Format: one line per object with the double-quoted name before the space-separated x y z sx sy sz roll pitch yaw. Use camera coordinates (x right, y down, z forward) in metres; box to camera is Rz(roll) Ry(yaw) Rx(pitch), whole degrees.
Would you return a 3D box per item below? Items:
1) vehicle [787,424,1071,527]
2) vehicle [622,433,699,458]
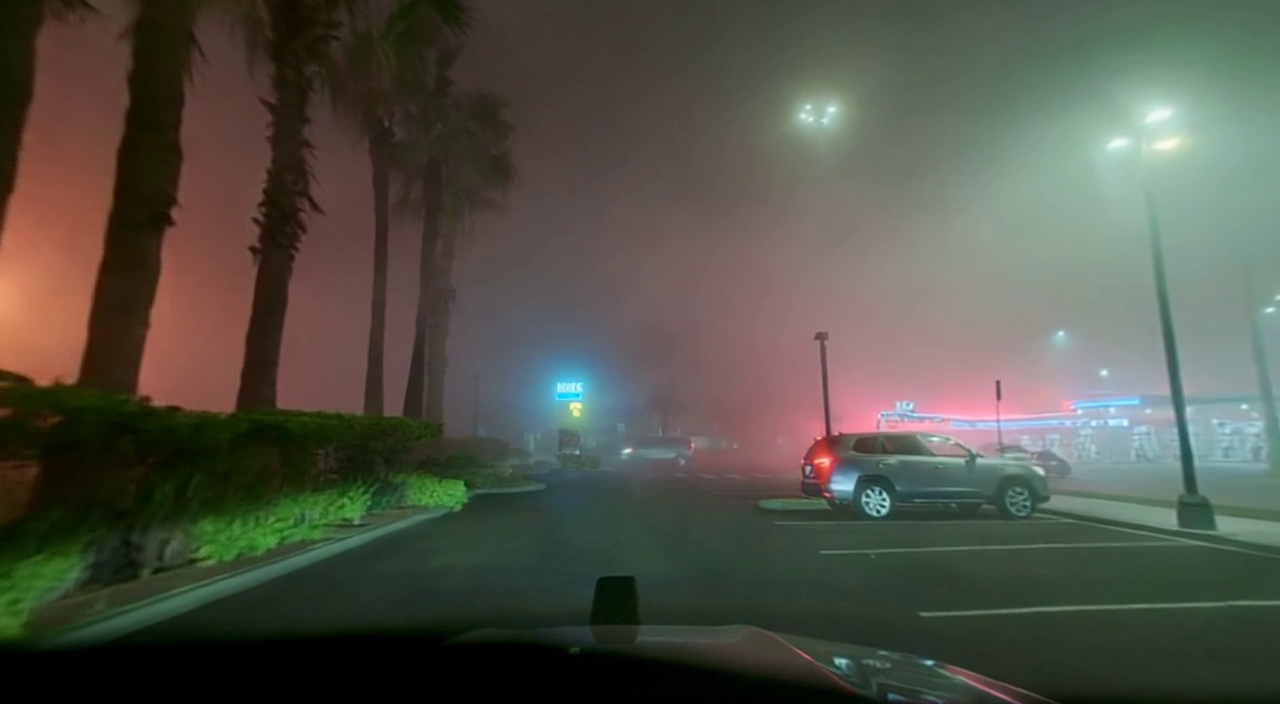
"vehicle" 5.507 2.400 12.544 4.560 1.818 2.148 1 -9 -3
"vehicle" 1.535 7.271 49.007 5.763 1.840 2.077 1 -9 -2
